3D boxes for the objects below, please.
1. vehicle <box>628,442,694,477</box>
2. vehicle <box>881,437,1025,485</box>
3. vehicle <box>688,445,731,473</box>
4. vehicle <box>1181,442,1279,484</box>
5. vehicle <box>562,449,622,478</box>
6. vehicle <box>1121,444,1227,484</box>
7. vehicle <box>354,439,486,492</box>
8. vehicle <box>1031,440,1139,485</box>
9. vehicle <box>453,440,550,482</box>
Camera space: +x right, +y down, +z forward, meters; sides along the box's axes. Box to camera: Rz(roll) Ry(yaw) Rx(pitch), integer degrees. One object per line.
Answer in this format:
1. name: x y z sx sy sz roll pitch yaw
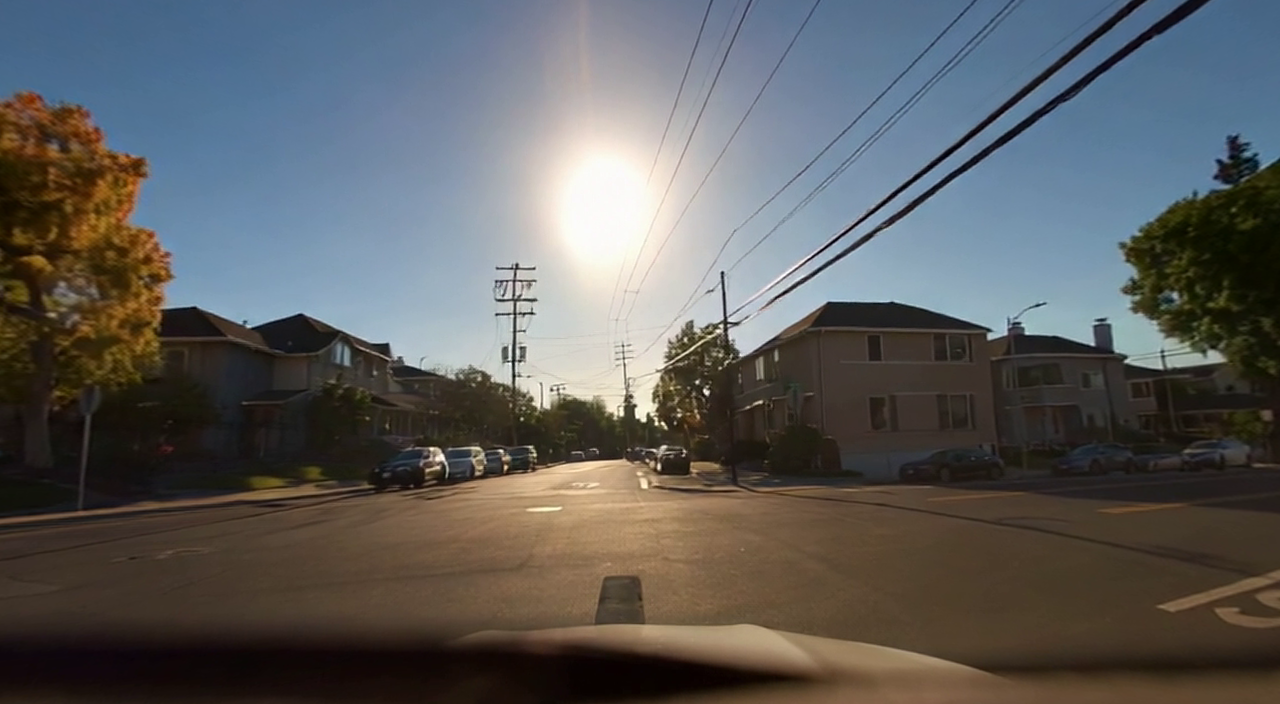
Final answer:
1. vehicle: 1.097 5.219 30.892 1.981 1.579 4.446 -4 -9 19
2. vehicle: 11.839 4.194 23.891 5.197 1.431 2.136 8 -14 -27
3. vehicle: 4.620 6.974 41.366 1.989 1.683 3.918 -3 -9 18
4. vehicle: 32.458 6.000 34.612 5.738 2.060 2.282 4 -10 -30
5. vehicle: -3.242 7.691 43.835 2.287 1.830 5.343 -3 -9 18
6. vehicle: 27.057 5.607 31.951 5.499 1.837 2.089 4 -10 -29
7. vehicle: -8.834 4.594 26.082 2.152 1.877 5.701 -3 -9 17
8. vehicle: 19.725 4.839 27.979 4.414 1.837 1.937 4 -10 -28
9. vehicle: -6.847 5.484 32.066 2.283 1.909 5.692 -3 -9 17
